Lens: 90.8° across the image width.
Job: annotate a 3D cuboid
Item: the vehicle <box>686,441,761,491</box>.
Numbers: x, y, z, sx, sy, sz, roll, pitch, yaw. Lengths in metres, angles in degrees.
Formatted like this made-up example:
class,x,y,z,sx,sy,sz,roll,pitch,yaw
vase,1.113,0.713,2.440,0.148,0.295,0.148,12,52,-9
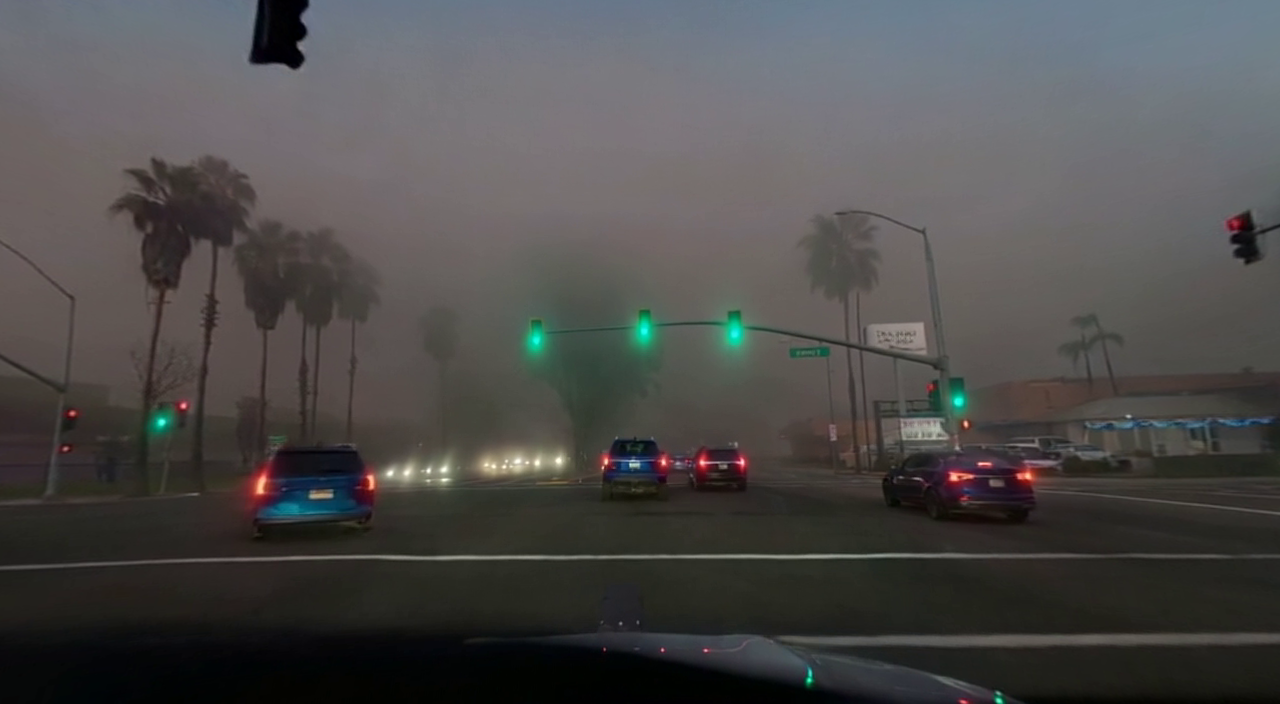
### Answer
class,x,y,z,sx,sy,sz,roll,pitch,yaw
vehicle,3.043,4.240,23.866,2.112,1.710,4.234,0,-8,-2

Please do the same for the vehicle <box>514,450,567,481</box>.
class,x,y,z,sx,sy,sz,roll,pitch,yaw
vehicle,-5.179,5.971,33.506,2.030,1.441,4.324,0,-8,1

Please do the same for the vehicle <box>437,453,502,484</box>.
class,x,y,z,sx,sy,sz,roll,pitch,yaw
vehicle,-8.572,5.877,32.141,2.061,1.415,4.289,0,-8,1

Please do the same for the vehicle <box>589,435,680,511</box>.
class,x,y,z,sx,sy,sz,roll,pitch,yaw
vehicle,-0.207,3.191,17.220,2.151,1.787,4.109,0,-8,-2

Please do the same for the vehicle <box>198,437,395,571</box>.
class,x,y,z,sx,sy,sz,roll,pitch,yaw
vehicle,-5.455,2.262,10.391,2.201,1.644,4.465,4,-9,-26

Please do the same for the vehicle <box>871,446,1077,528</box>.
class,x,y,z,sx,sy,sz,roll,pitch,yaw
vehicle,6.776,2.734,13.489,1.944,1.447,4.309,0,-8,-1

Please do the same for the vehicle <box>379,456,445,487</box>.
class,x,y,z,sx,sy,sz,roll,pitch,yaw
vehicle,-11.880,6.205,33.146,1.850,1.414,4.184,0,-8,1
